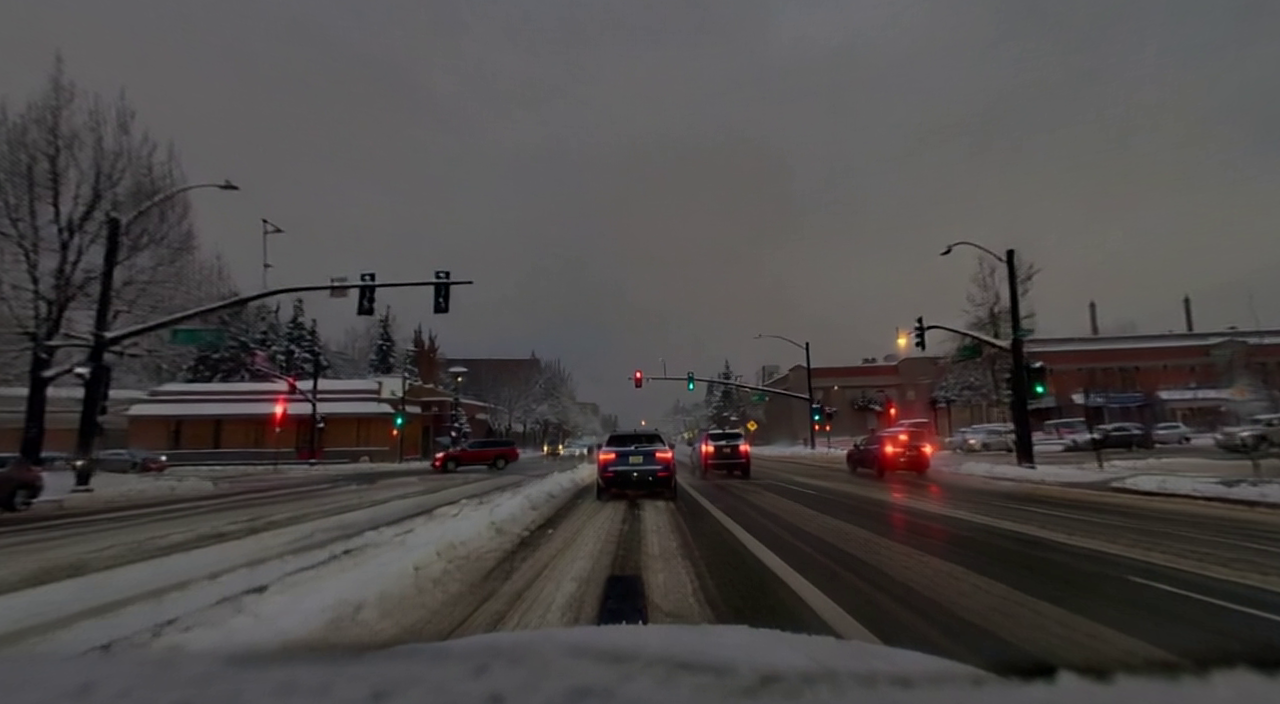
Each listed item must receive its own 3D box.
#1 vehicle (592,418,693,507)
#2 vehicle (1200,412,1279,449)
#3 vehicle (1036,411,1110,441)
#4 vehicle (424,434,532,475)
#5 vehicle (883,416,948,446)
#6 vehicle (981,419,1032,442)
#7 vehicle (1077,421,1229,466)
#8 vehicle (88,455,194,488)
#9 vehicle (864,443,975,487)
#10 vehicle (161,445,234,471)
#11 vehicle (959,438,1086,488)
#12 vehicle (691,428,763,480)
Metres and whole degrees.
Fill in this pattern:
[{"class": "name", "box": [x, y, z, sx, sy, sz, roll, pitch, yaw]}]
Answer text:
[{"class": "vehicle", "box": [0.025, 2.707, 15.873, 2.157, 1.863, 4.665, 0, -8, -1]}, {"class": "vehicle", "box": [25.786, 3.150, 25.552, 1.812, 1.419, 4.725, -4, -9, 0]}, {"class": "vehicle", "box": [29.453, 4.985, 43.075, 1.913, 1.651, 4.727, 3, -3, 1]}, {"class": "vehicle", "box": [-7.872, 5.031, 31.127, 4.827, 1.856, 2.291, 1, -8, -6]}, {"class": "vehicle", "box": [18.689, 5.447, 43.097, 2.123, 1.884, 5.170, 0, -8, 0]}, {"class": "vehicle", "box": [24.573, 5.242, 42.367, 1.422, 1.496, 3.318, 1, -6, 1]}, {"class": "vehicle", "box": [18.959, 3.438, 23.633, 1.735, 1.417, 4.476, -3, -9, -2]}, {"class": "vehicle", "box": [-27.211, 6.529, 34.526, 3.892, 1.541, 2.031, 4, -9, -13]}, {"class": "vehicle", "box": [9.926, 4.011, 22.844, 1.863, 1.426, 4.494, 0, -8, -1]}, {"class": "vehicle", "box": [-31.631, 7.615, 45.308, 2.060, 1.732, 5.462, 1, -10, -9]}, {"class": "vehicle", "box": [13.834, 4.035, 23.185, 1.734, 1.527, 4.531, -3, -9, -1]}, {"class": "vehicle", "box": [3.449, 4.171, 26.044, 2.115, 1.932, 5.189, 0, -8, -1]}]
